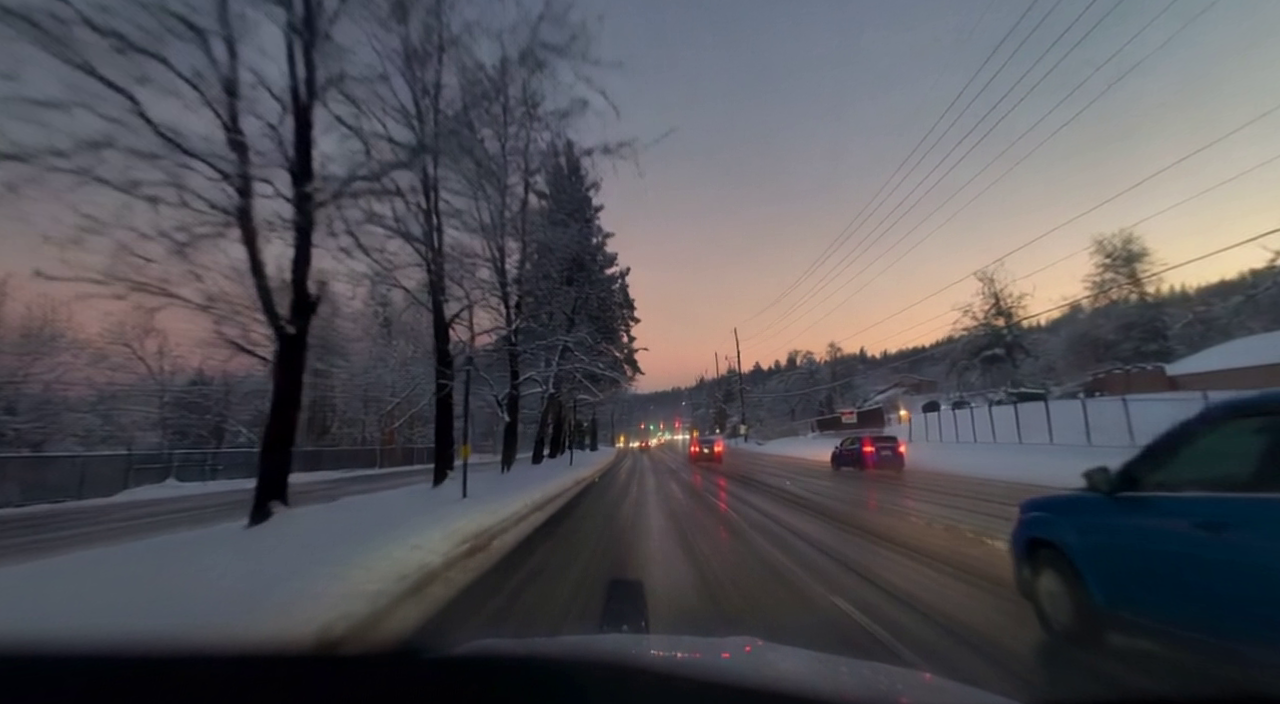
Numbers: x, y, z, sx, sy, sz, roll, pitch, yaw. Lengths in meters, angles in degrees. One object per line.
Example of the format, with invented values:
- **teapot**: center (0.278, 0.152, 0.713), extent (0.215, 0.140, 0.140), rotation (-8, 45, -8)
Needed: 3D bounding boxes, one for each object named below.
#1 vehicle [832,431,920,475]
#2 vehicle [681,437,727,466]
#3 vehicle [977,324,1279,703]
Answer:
- **vehicle**: center (9.936, 4.294, 26.942), extent (1.978, 1.700, 4.461), rotation (0, -8, 0)
- **vehicle**: center (3.489, 5.508, 34.952), extent (2.063, 1.481, 4.247), rotation (0, -8, 0)
- **vehicle**: center (3.626, 0.757, 2.376), extent (2.176, 1.752, 4.628), rotation (0, -8, 1)
